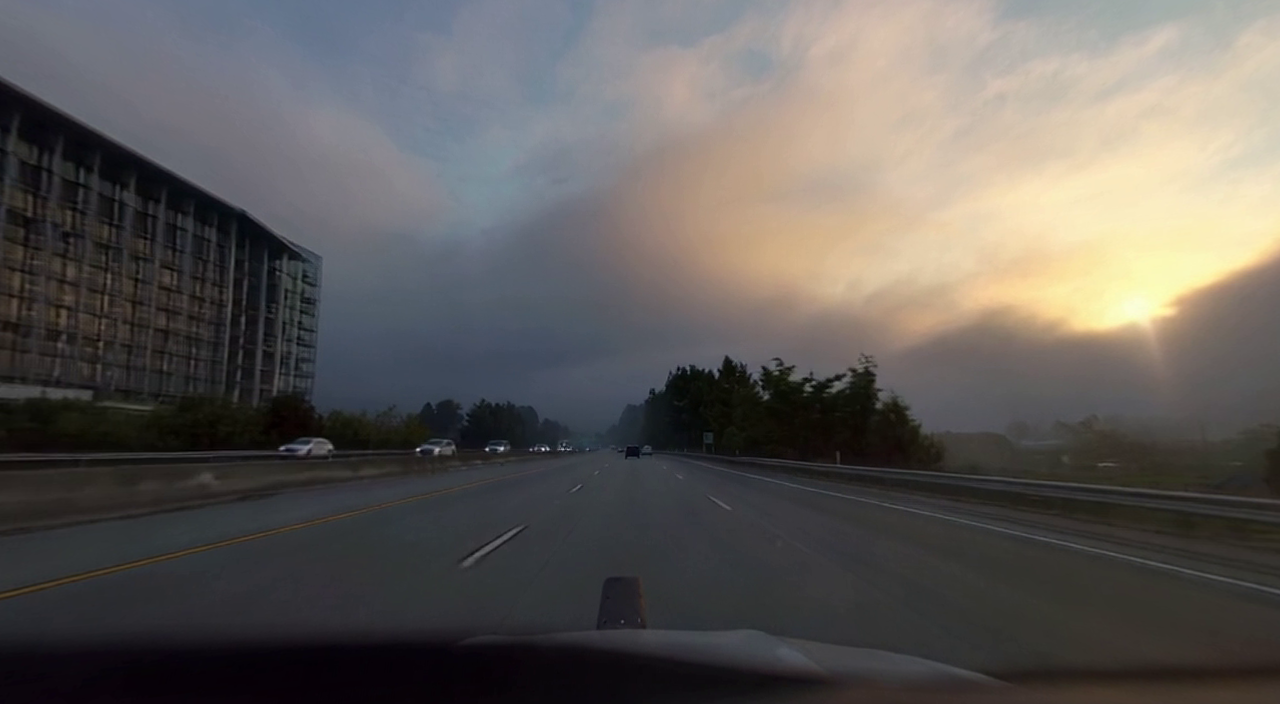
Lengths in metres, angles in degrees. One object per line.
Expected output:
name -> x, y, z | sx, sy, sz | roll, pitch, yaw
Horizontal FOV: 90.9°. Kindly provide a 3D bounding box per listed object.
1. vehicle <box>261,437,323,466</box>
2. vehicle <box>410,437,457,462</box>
vehicle -> -22.369, 6.398, 40.671 | 1.746, 1.777, 4.125 | 0, -9, -2
vehicle -> -14.792, 7.003, 45.309 | 1.922, 1.655, 4.410 | 0, -9, -1
